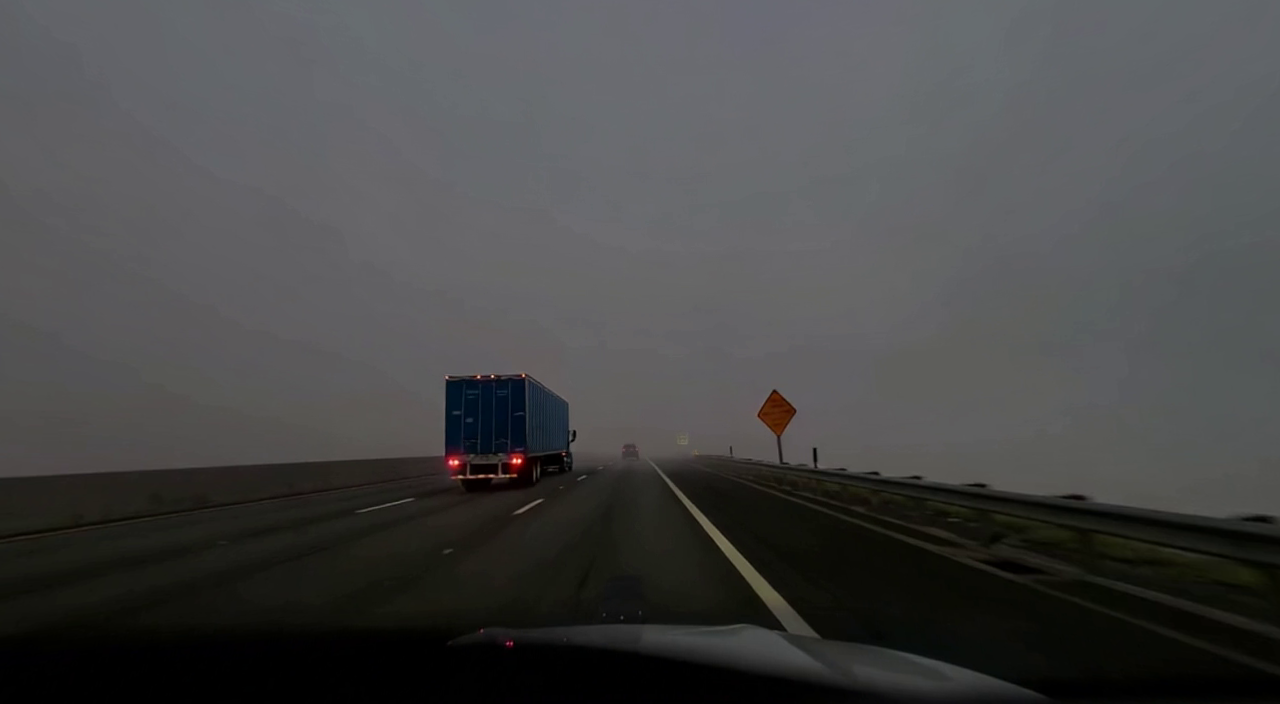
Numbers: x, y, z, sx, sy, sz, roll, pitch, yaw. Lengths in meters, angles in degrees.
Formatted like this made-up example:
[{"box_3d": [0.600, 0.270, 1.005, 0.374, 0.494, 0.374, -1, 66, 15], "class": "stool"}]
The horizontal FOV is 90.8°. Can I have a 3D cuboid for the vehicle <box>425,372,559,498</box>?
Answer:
[{"box_3d": [-4.529, 2.829, 21.043, 2.707, 3.461, 7.191, 0, -9, 0], "class": "vehicle"}]
